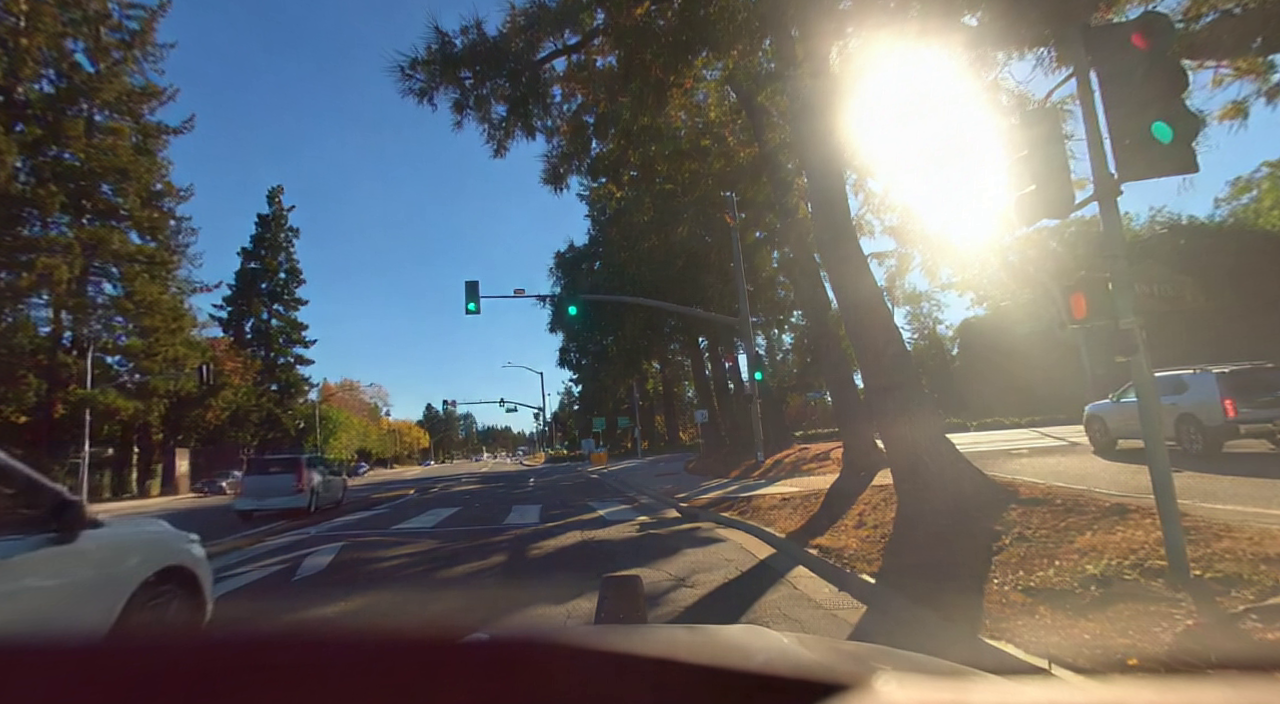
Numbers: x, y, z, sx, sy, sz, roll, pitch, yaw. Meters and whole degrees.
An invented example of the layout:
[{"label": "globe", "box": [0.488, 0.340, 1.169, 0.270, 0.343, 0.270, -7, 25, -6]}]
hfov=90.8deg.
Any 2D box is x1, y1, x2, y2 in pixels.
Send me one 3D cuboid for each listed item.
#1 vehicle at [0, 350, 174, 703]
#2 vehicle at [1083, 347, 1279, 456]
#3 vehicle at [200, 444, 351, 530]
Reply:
[{"label": "vehicle", "box": [-3.289, 0.638, 0.776, 2.134, 1.707, 4.471, 0, -8, -3]}, {"label": "vehicle", "box": [10.663, 1.062, 11.784, 1.855, 1.669, 4.529, -1, -9, 6]}, {"label": "vehicle", "box": [-9.066, 3.315, 16.197, 2.062, 1.740, 4.198, -2, -8, -11]}]
